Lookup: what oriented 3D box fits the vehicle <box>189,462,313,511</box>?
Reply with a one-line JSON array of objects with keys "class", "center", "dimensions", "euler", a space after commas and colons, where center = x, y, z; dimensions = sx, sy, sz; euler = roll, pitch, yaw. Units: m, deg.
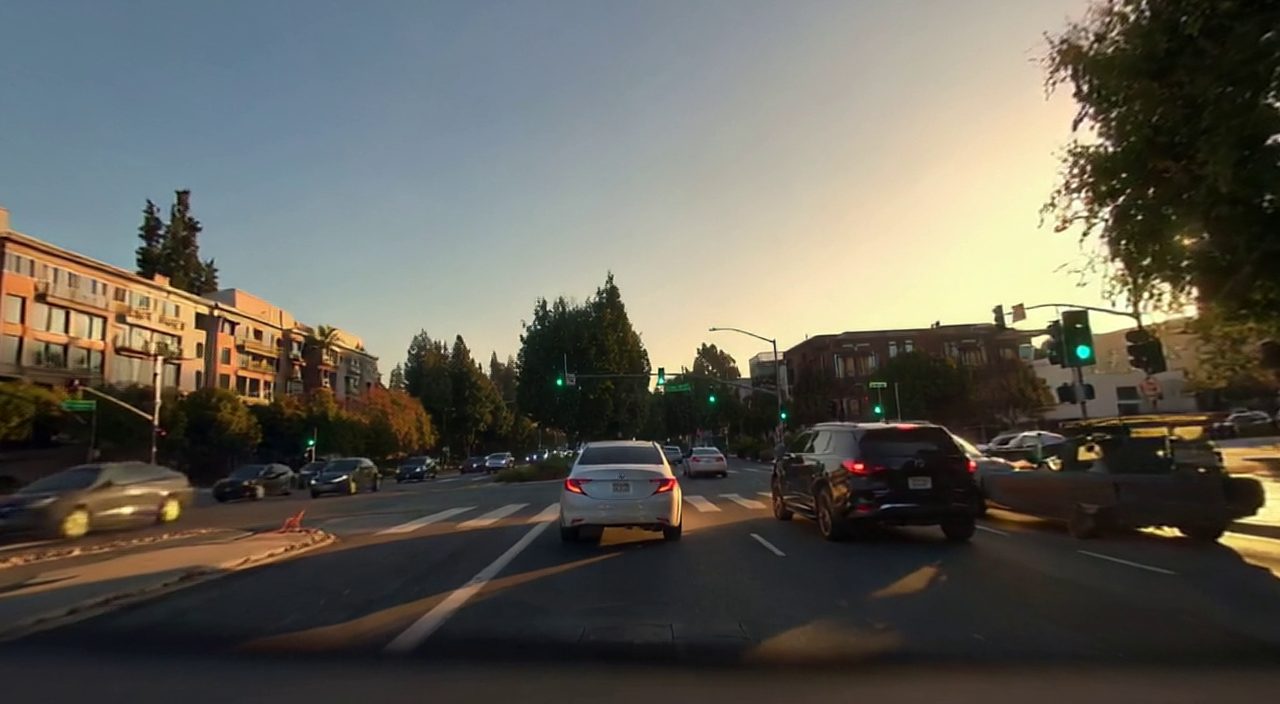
[{"class": "vehicle", "center": [-14.815, 5.101, 24.385], "dimensions": [1.907, 1.592, 4.373], "euler": [0, -8, 1]}]

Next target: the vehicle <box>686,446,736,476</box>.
[{"class": "vehicle", "center": [3.720, 5.807, 34.012], "dimensions": [2.123, 1.455, 4.318], "euler": [0, -8, -1]}]

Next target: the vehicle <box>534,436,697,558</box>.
[{"class": "vehicle", "center": [-0.313, 2.119, 9.960], "dimensions": [2.034, 1.500, 3.966], "euler": [0, -8, 0]}]

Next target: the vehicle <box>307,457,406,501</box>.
[{"class": "vehicle", "center": [-11.550, 5.172, 26.127], "dimensions": [1.992, 1.562, 4.361], "euler": [0, -8, 1]}]

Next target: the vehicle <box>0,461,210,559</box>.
[{"class": "vehicle", "center": [-11.818, 3.244, 13.663], "dimensions": [1.903, 1.627, 4.308], "euler": [0, -8, 1]}]

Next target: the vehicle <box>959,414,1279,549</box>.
[{"class": "vehicle", "center": [7.452, 2.038, 10.575], "dimensions": [2.039, 1.760, 4.319], "euler": [0, -8, 2]}]

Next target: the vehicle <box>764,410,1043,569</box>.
[{"class": "vehicle", "center": [3.443, 1.890, 9.494], "dimensions": [2.107, 1.773, 4.557], "euler": [0, -8, -2]}]

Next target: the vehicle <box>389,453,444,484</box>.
[{"class": "vehicle", "center": [-14.715, 7.670, 41.862], "dimensions": [1.908, 1.797, 4.620], "euler": [0, -8, 1]}]
